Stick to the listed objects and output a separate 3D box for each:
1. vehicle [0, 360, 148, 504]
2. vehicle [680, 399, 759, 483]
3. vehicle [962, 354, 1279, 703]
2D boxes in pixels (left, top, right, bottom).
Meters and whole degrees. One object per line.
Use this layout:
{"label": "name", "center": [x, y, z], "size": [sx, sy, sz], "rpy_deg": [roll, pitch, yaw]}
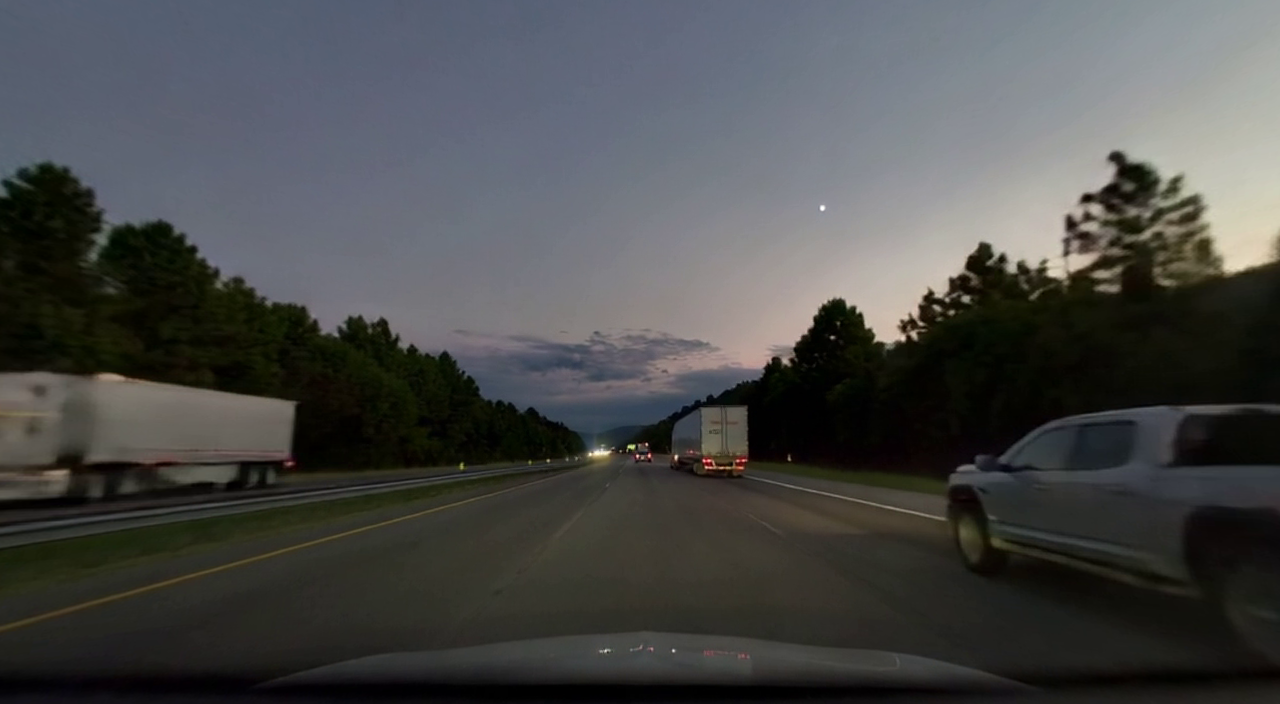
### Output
{"label": "vehicle", "center": [-19.041, 2.504, 19.257], "size": [2.947, 3.912, 5.781], "rpy_deg": [0, -9, 1]}
{"label": "vehicle", "center": [4.154, 5.081, 35.487], "size": [3.117, 3.971, 10.593], "rpy_deg": [1, -9, 1]}
{"label": "vehicle", "center": [3.746, 0.913, 3.075], "size": [2.096, 1.653, 4.185], "rpy_deg": [0, -9, 0]}
